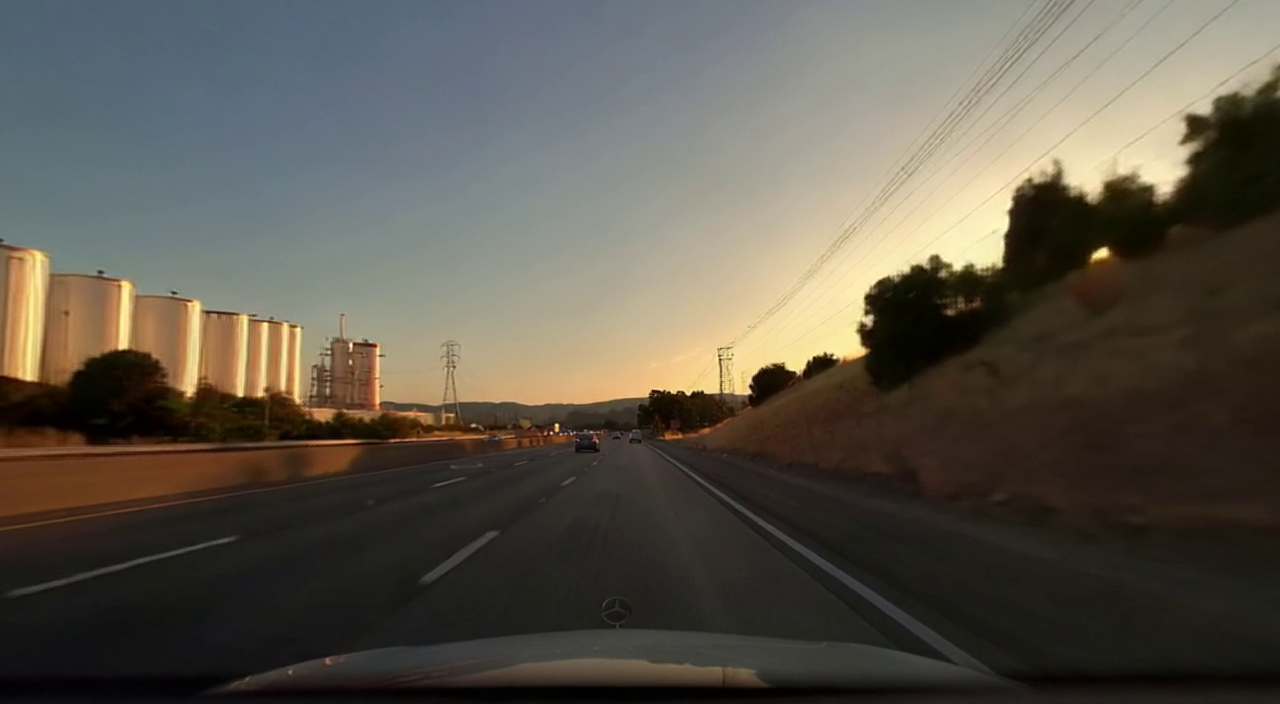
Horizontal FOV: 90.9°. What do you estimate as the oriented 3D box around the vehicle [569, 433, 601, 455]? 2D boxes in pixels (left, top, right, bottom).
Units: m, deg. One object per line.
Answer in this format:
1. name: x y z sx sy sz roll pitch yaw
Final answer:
1. vehicle: -3.895 6.584 45.160 1.952 1.462 3.969 0 -8 -1
